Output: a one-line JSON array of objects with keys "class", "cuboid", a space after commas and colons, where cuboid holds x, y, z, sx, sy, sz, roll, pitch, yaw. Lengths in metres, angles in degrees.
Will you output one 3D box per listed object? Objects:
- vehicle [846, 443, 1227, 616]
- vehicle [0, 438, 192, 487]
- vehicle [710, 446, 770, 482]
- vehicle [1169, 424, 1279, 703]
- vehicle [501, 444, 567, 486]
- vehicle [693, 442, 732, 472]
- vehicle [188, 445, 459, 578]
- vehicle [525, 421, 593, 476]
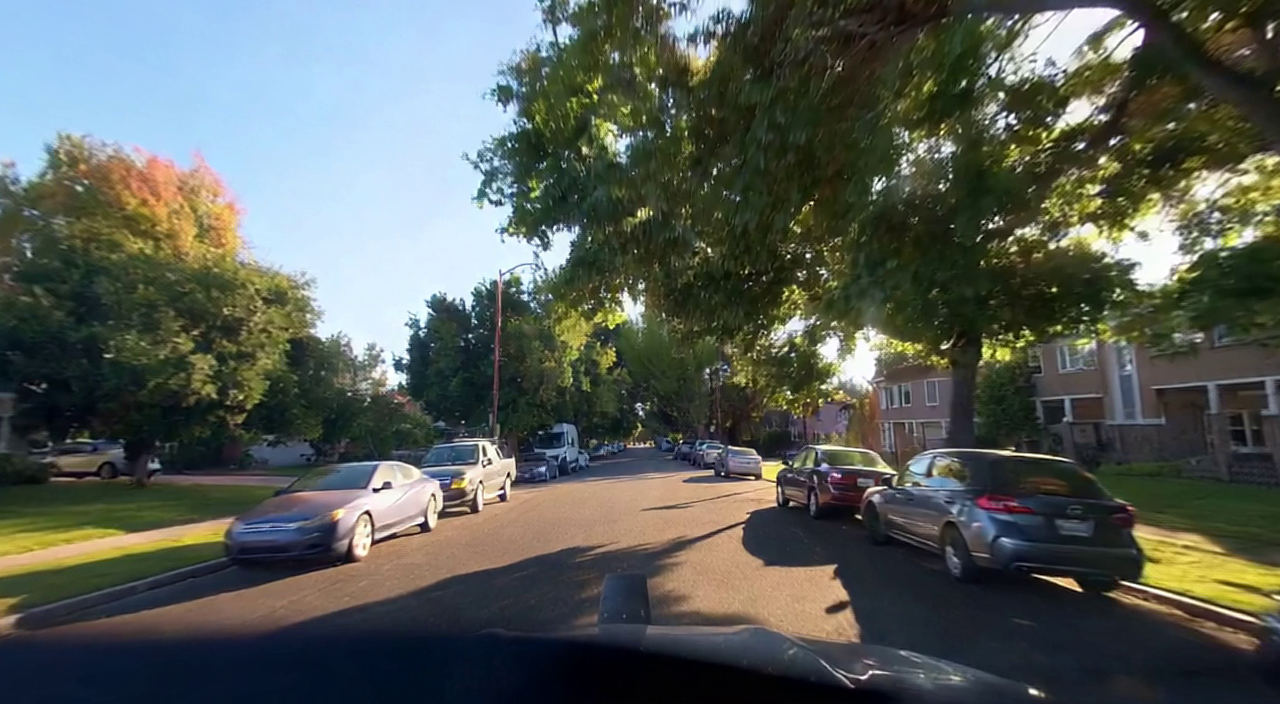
[{"class": "vehicle", "cuboid": [4.205, 1.881, 7.733, 1.852, 1.487, 4.327, 0, -8, 0]}, {"class": "vehicle", "cuboid": [-17.442, 3.519, 20.120, 4.573, 1.460, 2.022, 0, -8, 0]}, {"class": "vehicle", "cuboid": [4.303, 4.861, 27.544, 1.846, 1.351, 4.272, 3, -8, -1]}, {"class": "vehicle", "cuboid": [3.968, 0.882, 1.134, 1.893, 1.500, 4.830, 3, -8, 1]}, {"class": "vehicle", "cuboid": [-4.639, 5.016, 28.255, 2.023, 1.568, 4.942, -3, -9, 1]}, {"class": "vehicle", "cuboid": [4.254, 6.193, 37.343, 1.839, 1.520, 4.498, 3, -8, 1]}, {"class": "vehicle", "cuboid": [-4.604, 2.325, 10.146, 2.008, 1.524, 4.602, -1, -8, 0]}, {"class": "vehicle", "cuboid": [-4.277, 5.241, 34.234, 2.470, 2.613, 5.989, -4, -9, 4]}]
